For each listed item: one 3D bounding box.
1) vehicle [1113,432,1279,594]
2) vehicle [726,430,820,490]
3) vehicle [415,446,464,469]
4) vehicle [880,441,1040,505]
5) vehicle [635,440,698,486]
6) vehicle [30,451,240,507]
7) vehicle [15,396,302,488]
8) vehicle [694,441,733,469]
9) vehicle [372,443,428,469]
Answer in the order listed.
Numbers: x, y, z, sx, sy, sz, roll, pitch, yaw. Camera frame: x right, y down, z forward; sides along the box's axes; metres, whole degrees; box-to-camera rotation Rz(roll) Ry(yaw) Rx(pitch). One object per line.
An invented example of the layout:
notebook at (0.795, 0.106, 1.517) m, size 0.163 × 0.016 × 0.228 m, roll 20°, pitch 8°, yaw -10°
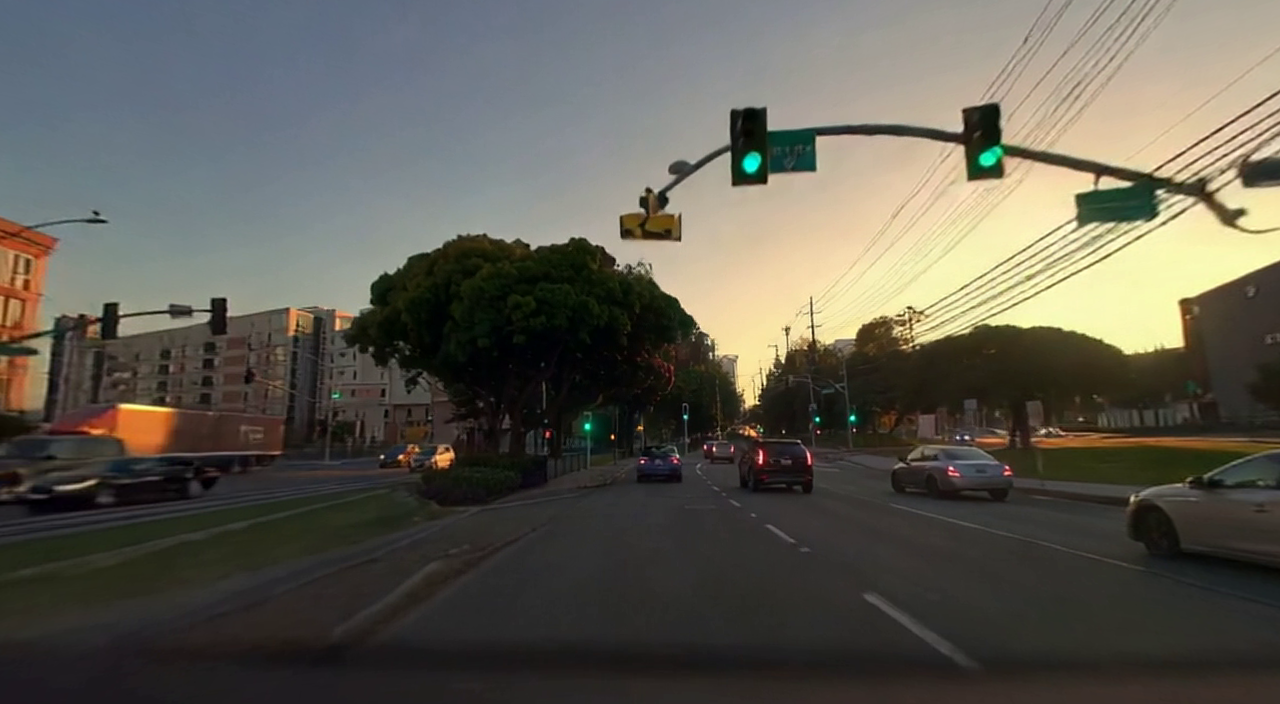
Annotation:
vehicle at (6.797, 1.435, 5.510) m, size 1.866 × 1.471 × 4.478 m, roll 0°, pitch -9°, yaw 0°
vehicle at (4.355, 3.636, 21.481) m, size 2.119 × 1.810 × 4.848 m, roll 0°, pitch -9°, yaw 0°
vehicle at (-13.796, 7.291, 43.675) m, size 1.827 × 1.469 × 4.476 m, roll 0°, pitch -9°, yaw 1°
vehicle at (8.295, 3.153, 16.924) m, size 1.882 × 1.463 × 4.543 m, roll 0°, pitch -9°, yaw 0°
vehicle at (0.962, 4.127, 23.697) m, size 2.168 × 1.527 × 4.174 m, roll 0°, pitch -9°, yaw 2°
vehicle at (-13.708, 3.438, 17.584) m, size 1.926 × 1.303 × 4.686 m, roll 0°, pitch -9°, yaw 1°
vehicle at (-21.059, 4.271, 29.550) m, size 3.354 × 3.314 × 12.985 m, roll 0°, pitch -9°, yaw 0°
vehicle at (4.439, 6.295, 38.522) m, size 1.896 × 1.612 × 4.203 m, roll 0°, pitch -9°, yaw 1°
vehicle at (-17.488, 7.612, 46.155) m, size 2.076 × 1.762 × 4.895 m, roll 0°, pitch -9°, yaw 1°
